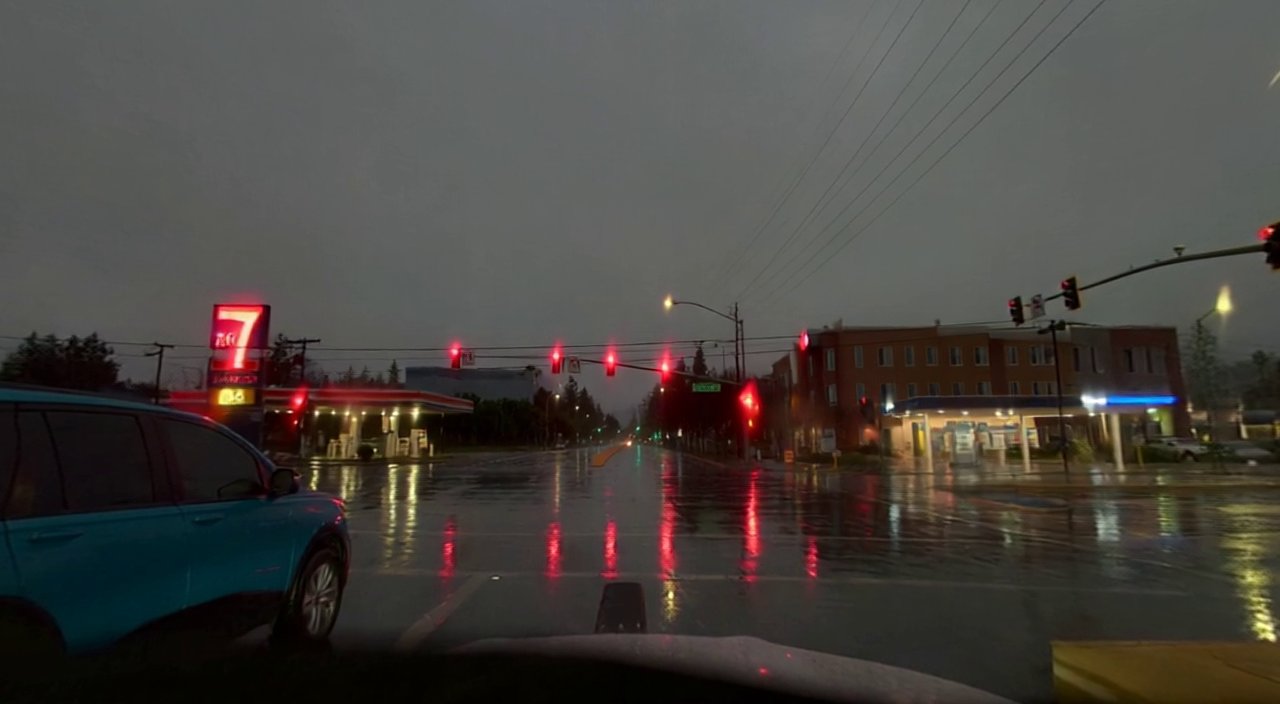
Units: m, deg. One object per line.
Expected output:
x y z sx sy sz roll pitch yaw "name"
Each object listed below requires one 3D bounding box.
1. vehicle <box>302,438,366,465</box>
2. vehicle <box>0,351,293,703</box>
-20.472 6.708 42.327 2.004 1.699 4.486 0 -9 1 "vehicle"
-3.426 0.805 2.046 2.053 1.690 4.364 0 -9 1 "vehicle"
